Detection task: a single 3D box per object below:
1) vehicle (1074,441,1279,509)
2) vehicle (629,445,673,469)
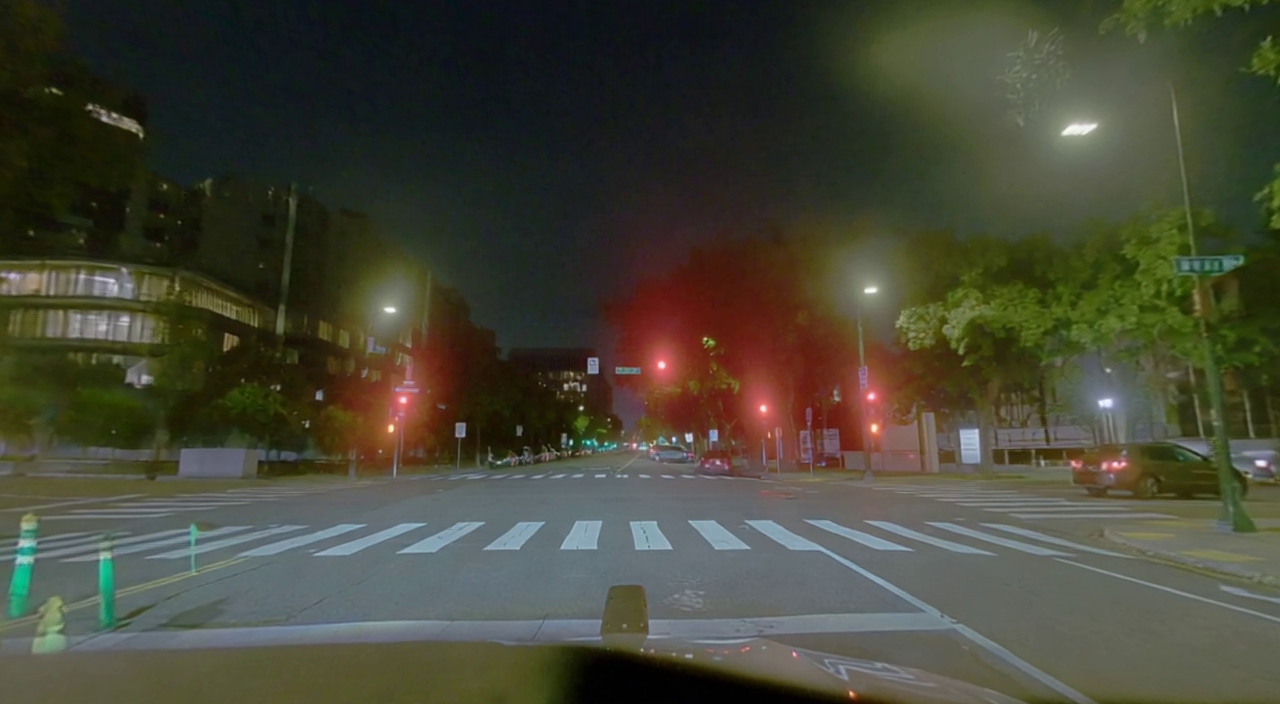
[{"bbox_3d":[12.983,2.792,14.571,4.424,1.436,1.804,-1,-8,5],"label":"vehicle"},{"bbox_3d":[0.711,7.157,43.221,1.972,1.522,4.368,2,-9,-14],"label":"vehicle"}]
